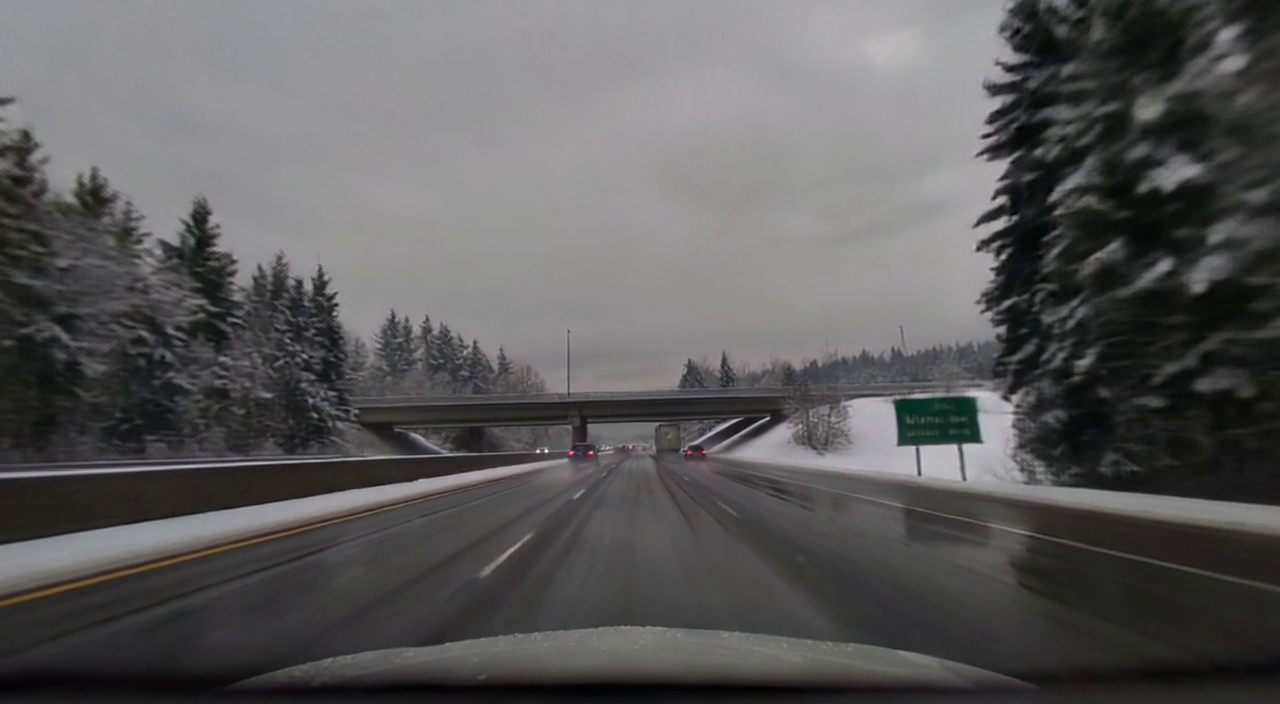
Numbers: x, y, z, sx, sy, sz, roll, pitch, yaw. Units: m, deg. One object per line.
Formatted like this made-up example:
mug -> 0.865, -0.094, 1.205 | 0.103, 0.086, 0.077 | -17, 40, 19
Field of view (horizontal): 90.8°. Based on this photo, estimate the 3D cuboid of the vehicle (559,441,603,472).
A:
vehicle -> -3.567, 6.478, 39.270 | 2.238, 1.792, 4.518 | 0, -9, 1
